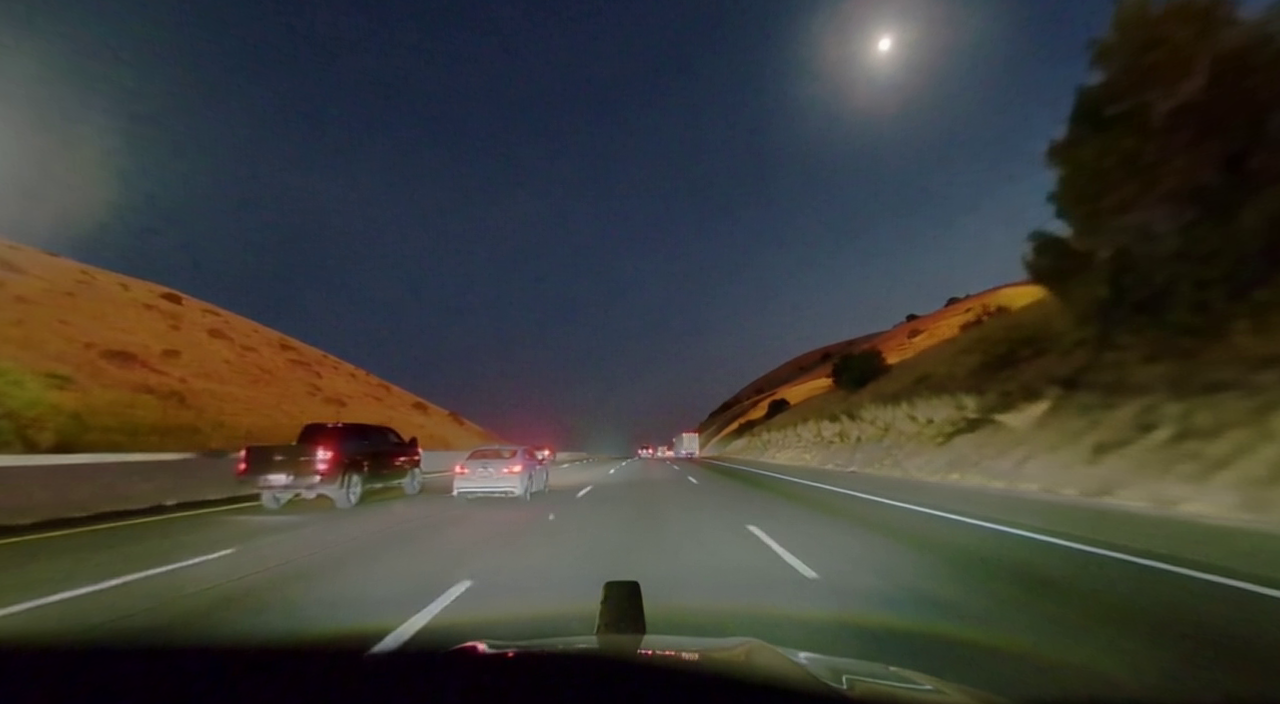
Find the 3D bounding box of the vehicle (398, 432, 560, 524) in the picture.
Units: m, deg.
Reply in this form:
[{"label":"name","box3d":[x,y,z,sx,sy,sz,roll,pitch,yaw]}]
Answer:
[{"label":"vehicle","box3d":[-3.063,2.508,13.159,2.091,1.552,4.516,0,-9,2]}]

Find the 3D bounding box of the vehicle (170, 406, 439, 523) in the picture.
[{"label":"vehicle","box3d":[-6.978,2.472,14.392,2.589,2.063,6.206,-1,-8,2]}]
